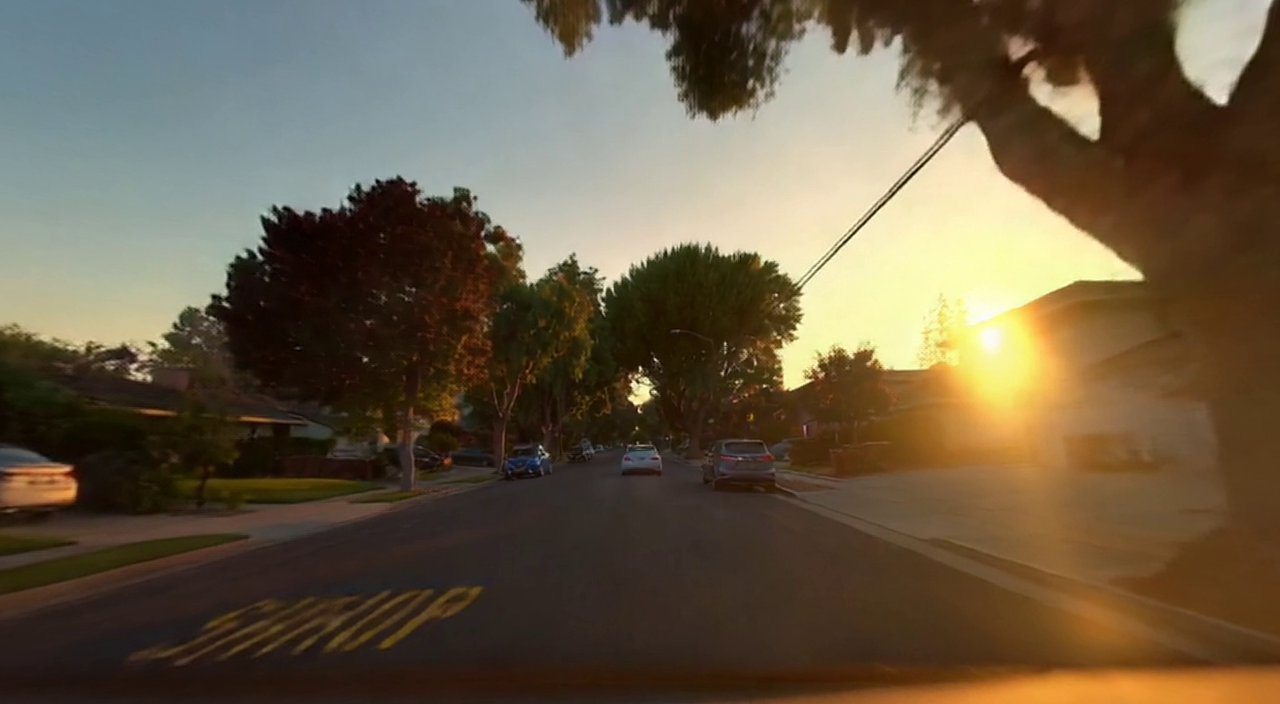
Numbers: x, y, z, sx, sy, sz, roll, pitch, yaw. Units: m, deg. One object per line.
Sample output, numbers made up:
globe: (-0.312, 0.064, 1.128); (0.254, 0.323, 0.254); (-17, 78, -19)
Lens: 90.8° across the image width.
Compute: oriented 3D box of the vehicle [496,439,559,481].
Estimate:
vehicle: (-5.480, 5.280, 31.296); (2.126, 1.816, 4.796); (-3, -8, 1)

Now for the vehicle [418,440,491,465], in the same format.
vehicle: (-13.486, 7.319, 46.137); (4.765, 1.791, 1.941); (0, -9, -1)

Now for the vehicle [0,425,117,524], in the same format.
vehicle: (-13.387, 2.361, 12.448); (4.253, 1.772, 1.980); (0, -9, -3)

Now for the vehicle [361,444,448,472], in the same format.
vehicle: (-13.252, 5.953, 35.724); (4.129, 1.523, 1.839); (0, -9, 1)

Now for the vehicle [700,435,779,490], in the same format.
vehicle: (3.253, 3.712, 21.531); (1.978, 1.690, 4.306); (0, -9, 0)

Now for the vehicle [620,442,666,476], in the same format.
vehicle: (0.140, 4.942, 29.327); (2.000, 1.449, 4.006); (0, -9, 0)
